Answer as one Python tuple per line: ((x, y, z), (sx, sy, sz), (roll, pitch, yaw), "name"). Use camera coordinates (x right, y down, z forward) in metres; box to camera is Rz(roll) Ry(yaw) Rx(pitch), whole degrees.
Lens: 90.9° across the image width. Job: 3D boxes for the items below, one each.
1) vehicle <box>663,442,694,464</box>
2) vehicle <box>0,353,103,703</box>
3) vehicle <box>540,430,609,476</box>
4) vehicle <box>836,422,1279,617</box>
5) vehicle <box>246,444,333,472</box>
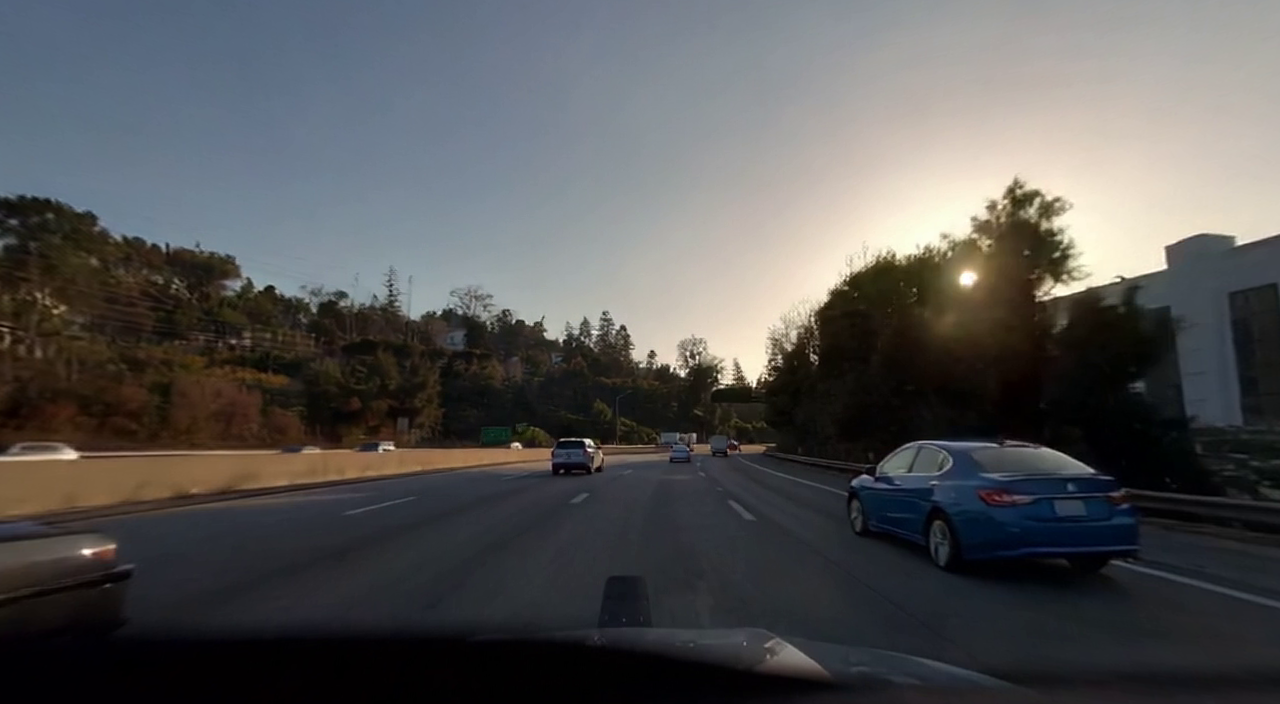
((2.789, 7.188, 45.048), (2.158, 1.458, 3.656), (-1, -9, 5), "vehicle")
((-3.959, 0.575, 0.848), (2.192, 1.716, 4.748), (0, -9, 1), "vehicle")
((-2.711, 4.368, 27.458), (2.185, 1.823, 4.854), (-1, -9, 4), "vehicle")
((4.011, 1.639, 7.186), (2.131, 1.497, 4.456), (0, -9, 0), "vehicle")
((-19.697, 5.952, 35.721), (1.868, 1.469, 4.771), (-1, -9, 5), "vehicle")
